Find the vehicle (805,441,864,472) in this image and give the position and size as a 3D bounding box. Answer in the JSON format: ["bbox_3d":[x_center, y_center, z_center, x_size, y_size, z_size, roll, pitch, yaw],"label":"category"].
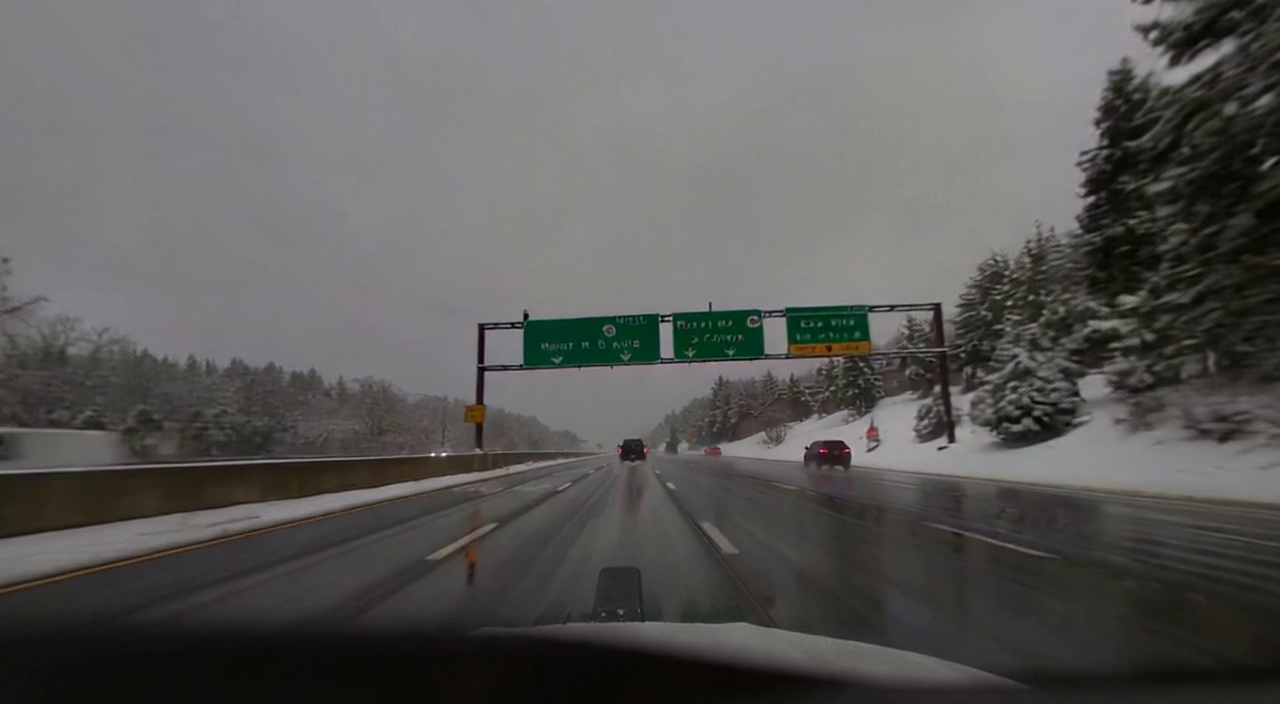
[{"bbox_3d":[11.159,6.035,36.588,1.912,1.673,4.438,0,-9,-1],"label":"vehicle"}]

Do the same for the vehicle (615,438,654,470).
[{"bbox_3d":[-0.359,5.896,36.609,2.121,1.739,4.087,0,-9,-2],"label":"vehicle"}]
